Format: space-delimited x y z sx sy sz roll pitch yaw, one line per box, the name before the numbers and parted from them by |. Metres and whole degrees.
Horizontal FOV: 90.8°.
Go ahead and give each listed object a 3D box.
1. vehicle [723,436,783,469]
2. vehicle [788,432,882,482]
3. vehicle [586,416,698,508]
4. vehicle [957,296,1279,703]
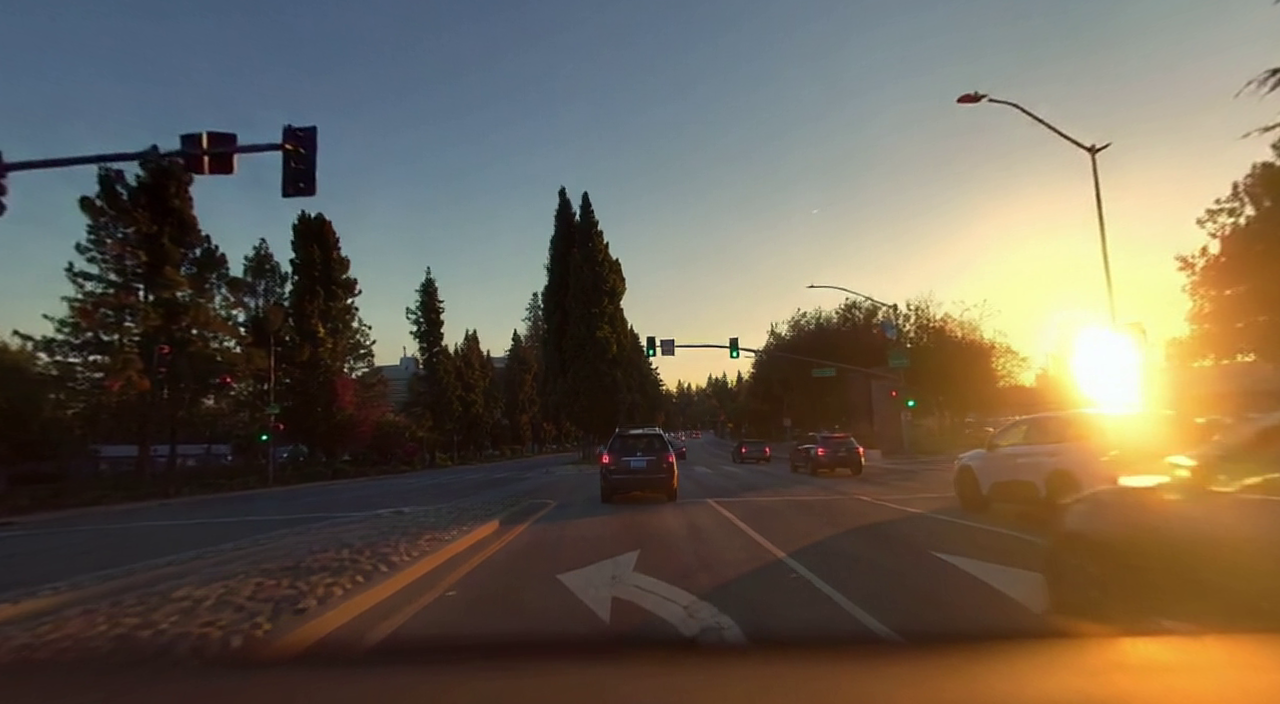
vehicle | 6.514 5.899 37.066 2.440 1.775 4.791 0 -9 -2
vehicle | 7.067 3.851 23.401 2.025 1.642 4.189 0 -9 -1
vehicle | -0.002 2.626 15.403 2.353 1.894 4.122 0 -9 -1
vehicle | 3.470 0.647 2.149 2.057 1.788 5.216 0 -9 0
